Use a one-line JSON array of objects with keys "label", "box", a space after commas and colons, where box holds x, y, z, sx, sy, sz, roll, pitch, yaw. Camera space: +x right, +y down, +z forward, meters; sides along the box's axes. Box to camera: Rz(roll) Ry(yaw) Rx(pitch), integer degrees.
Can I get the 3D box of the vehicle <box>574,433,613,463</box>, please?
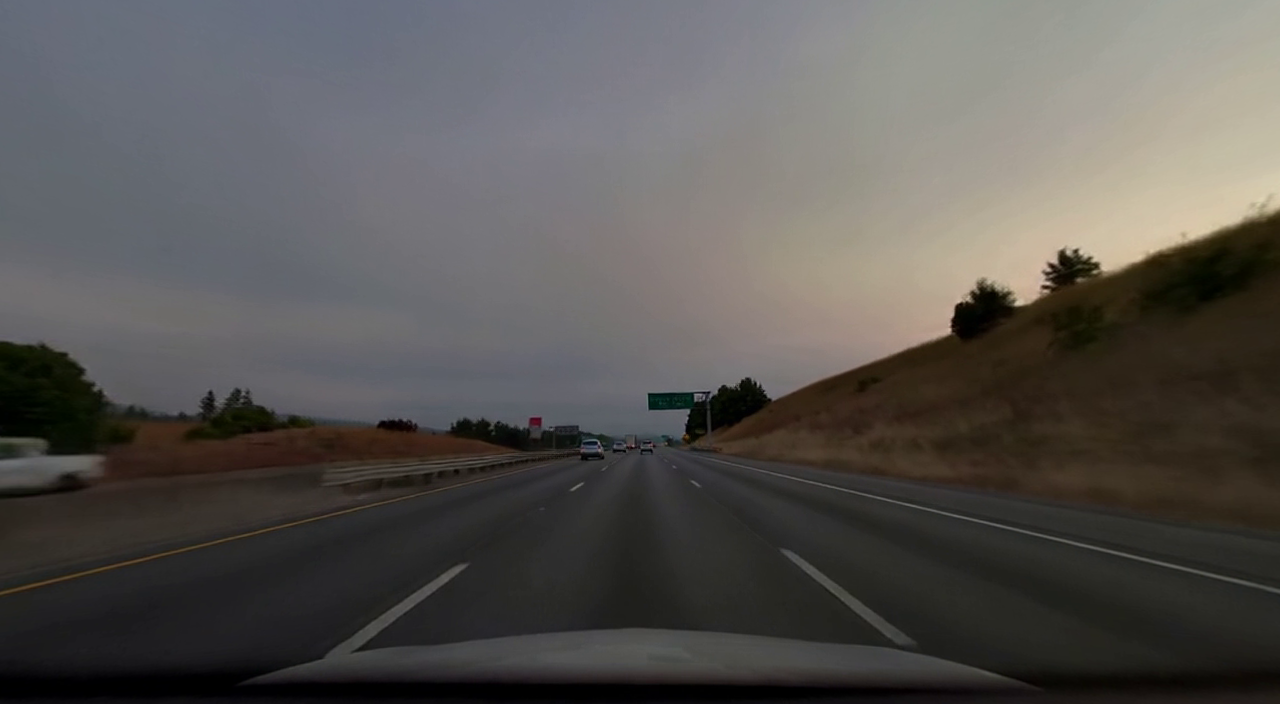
[{"label": "vehicle", "box": [-3.241, 6.825, 44.716, 2.286, 2.011, 4.452, 0, -8, 2]}]
